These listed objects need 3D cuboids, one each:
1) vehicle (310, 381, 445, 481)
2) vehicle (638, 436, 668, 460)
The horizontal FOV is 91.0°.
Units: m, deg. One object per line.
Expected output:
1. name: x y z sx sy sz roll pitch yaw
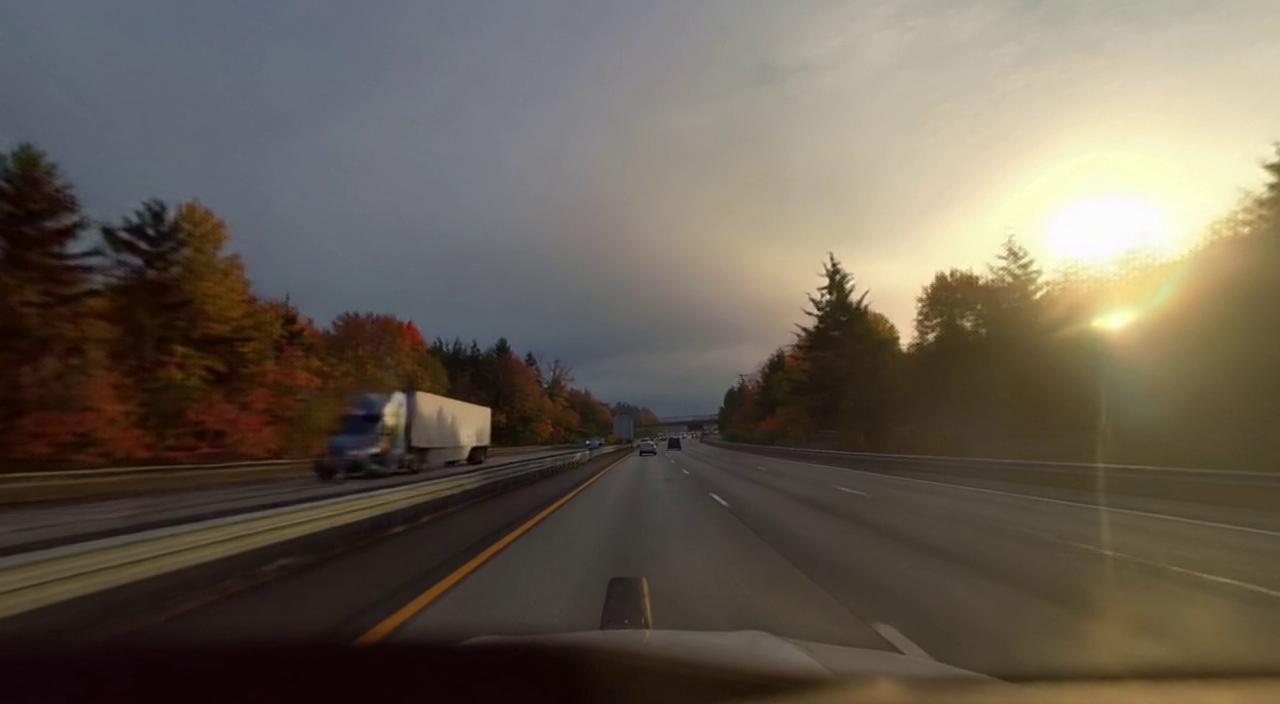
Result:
1. vehicle: -11.235 3.498 27.694 3.024 3.912 6.057 0 -8 2
2. vehicle: 0.839 6.306 41.286 1.924 1.498 3.817 0 -8 1
